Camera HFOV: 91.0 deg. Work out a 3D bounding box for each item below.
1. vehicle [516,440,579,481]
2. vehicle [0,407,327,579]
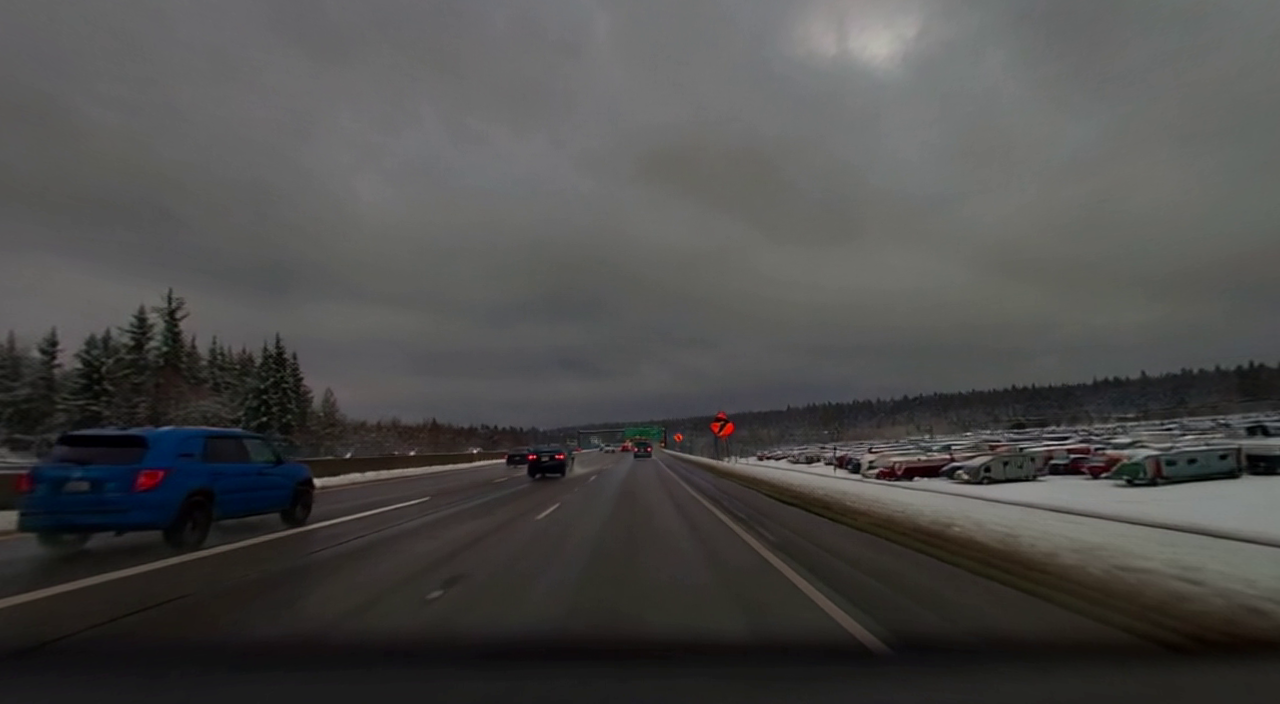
[{"bbox_3d":[-4.016,4.802,28.101,2.070,1.665,4.213,0,-9,1],"label":"vehicle"},{"bbox_3d":[-7.203,1.906,9.477,2.159,1.807,5.422,0,-9,0],"label":"vehicle"}]
